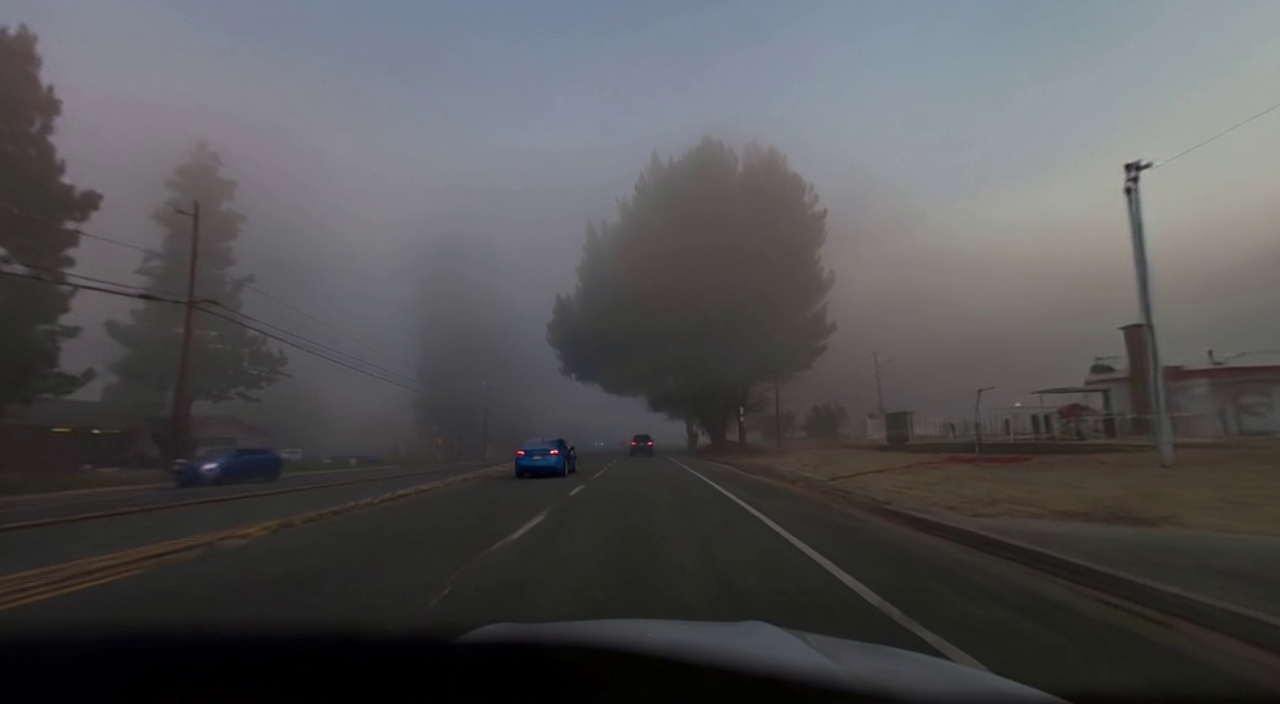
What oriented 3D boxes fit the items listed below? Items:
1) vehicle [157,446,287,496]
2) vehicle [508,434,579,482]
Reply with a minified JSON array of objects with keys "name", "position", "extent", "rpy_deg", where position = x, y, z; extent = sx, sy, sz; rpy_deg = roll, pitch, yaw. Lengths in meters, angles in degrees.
[{"name":"vehicle","position":[-15.870,4.487,24.273],"extent":[1.884,1.714,4.450],"rpy_deg":[0,-8,0]},{"name":"vehicle","position":[-3.529,3.980,23.927],"extent":[1.914,1.630,4.351],"rpy_deg":[0,-8,1]}]
